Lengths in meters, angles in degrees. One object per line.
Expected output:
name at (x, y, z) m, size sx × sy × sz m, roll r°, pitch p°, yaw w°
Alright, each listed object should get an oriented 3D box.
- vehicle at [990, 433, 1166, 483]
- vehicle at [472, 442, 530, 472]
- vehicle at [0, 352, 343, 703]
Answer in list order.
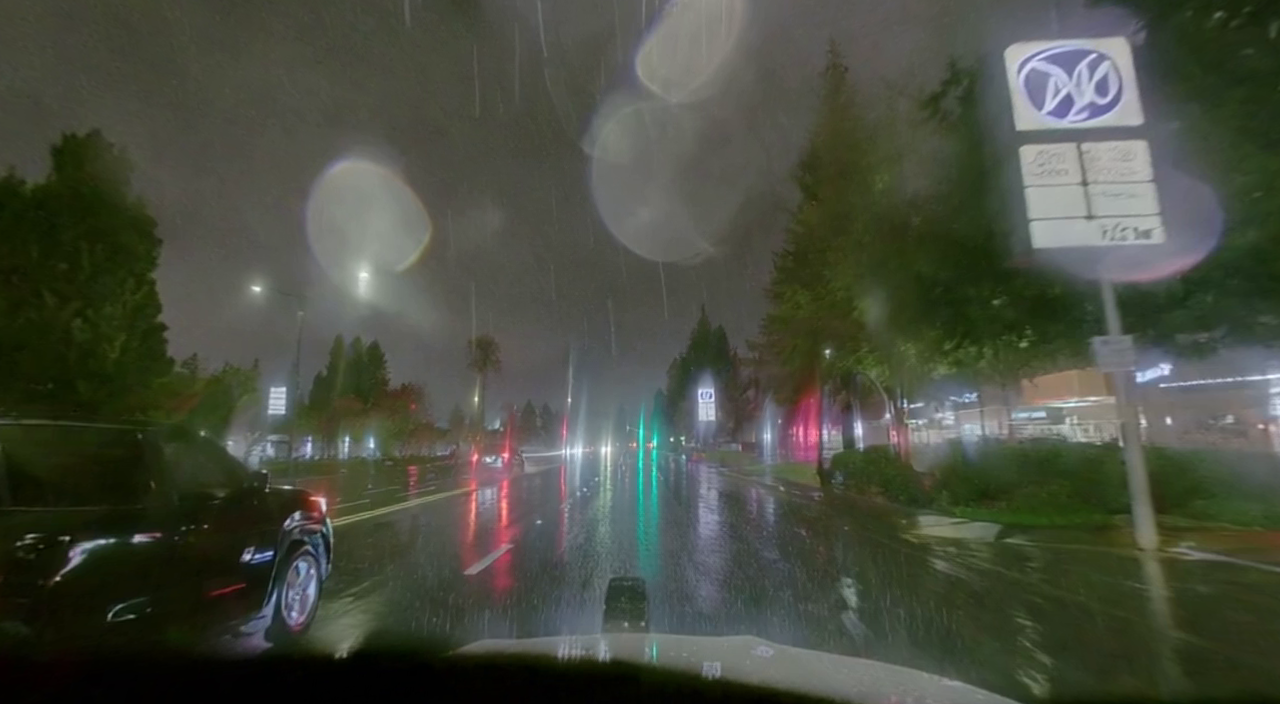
vehicle at (15.497, 3.752, 22.480) m, size 4.806 × 1.664 × 2.050 m, roll 0°, pitch -8°, yaw -4°
vehicle at (-7.279, 5.529, 33.427) m, size 1.990 × 1.483 × 4.410 m, roll 0°, pitch -8°, yaw 1°
vehicle at (-3.474, 0.909, 2.876) m, size 2.127 × 1.654 × 4.121 m, roll 0°, pitch -8°, yaw 1°
